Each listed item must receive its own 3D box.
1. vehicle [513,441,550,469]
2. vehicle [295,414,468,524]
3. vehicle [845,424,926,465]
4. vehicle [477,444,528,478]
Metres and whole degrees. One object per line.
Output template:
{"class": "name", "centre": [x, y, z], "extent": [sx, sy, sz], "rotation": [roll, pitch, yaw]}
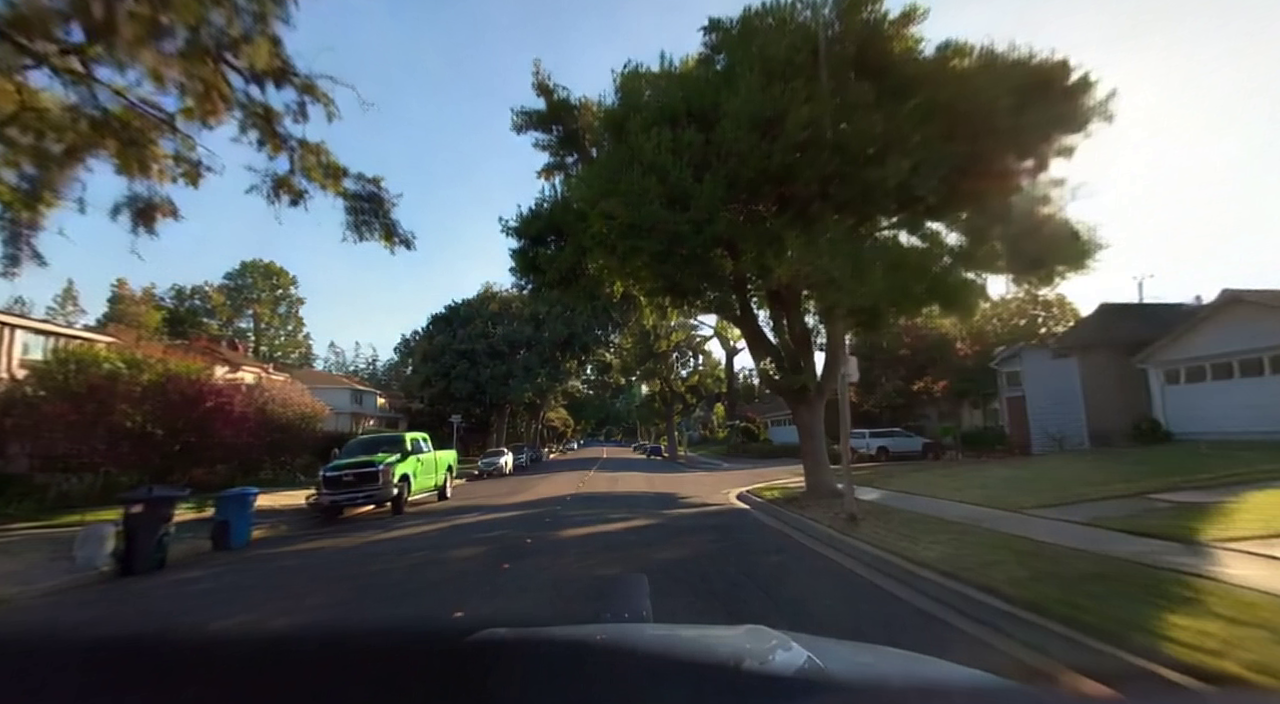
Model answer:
{"class": "vehicle", "centre": [-8.181, 7.758, 47.810], "extent": [2.169, 1.871, 4.762], "rotation": [-3, -7, -4]}
{"class": "vehicle", "centre": [-6.686, 2.961, 17.291], "extent": [2.223, 2.115, 5.707], "rotation": [5, -4, 0]}
{"class": "vehicle", "centre": [11.954, 4.509, 31.093], "extent": [1.936, 1.687, 4.714], "rotation": [-4, -7, -1]}
{"class": "vehicle", "centre": [-7.478, 5.944, 34.652], "extent": [1.945, 1.530, 4.430], "rotation": [-4, -7, -4]}
